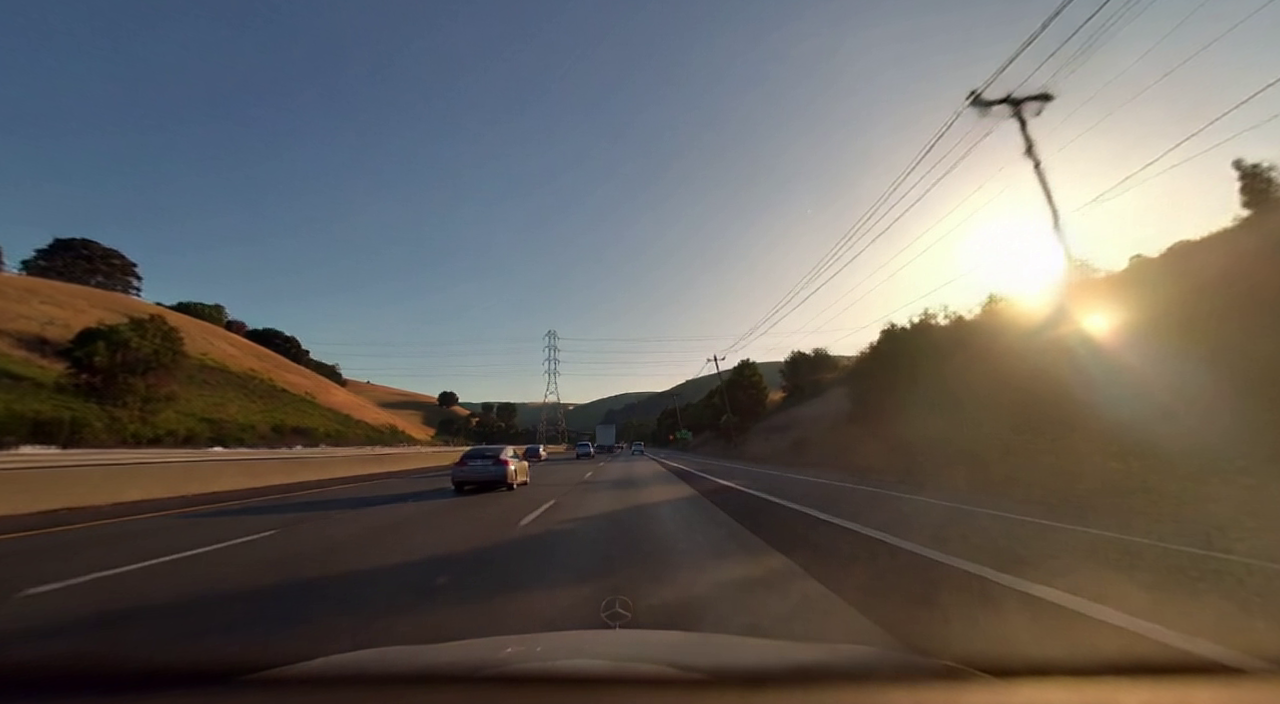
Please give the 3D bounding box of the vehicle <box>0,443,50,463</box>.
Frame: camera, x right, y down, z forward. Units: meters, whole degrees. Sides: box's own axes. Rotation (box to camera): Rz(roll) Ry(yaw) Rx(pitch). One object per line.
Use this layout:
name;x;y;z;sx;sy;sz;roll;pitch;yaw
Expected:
vehicle;-48.473;7.823;48.854;1.772;1.478;3.972;0;-9;-1

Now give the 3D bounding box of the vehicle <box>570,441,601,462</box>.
vehicle;-4.173;7.712;48.890;2.038;1.533;4.103;0;-9;-1

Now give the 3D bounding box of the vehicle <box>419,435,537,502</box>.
vehicle;-4.122;3.047;16.928;1.963;1.533;4.477;0;-9;0

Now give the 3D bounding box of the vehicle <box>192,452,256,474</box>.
vehicle;-30.026;7.981;45.773;1.916;1.471;3.905;0;-9;1
